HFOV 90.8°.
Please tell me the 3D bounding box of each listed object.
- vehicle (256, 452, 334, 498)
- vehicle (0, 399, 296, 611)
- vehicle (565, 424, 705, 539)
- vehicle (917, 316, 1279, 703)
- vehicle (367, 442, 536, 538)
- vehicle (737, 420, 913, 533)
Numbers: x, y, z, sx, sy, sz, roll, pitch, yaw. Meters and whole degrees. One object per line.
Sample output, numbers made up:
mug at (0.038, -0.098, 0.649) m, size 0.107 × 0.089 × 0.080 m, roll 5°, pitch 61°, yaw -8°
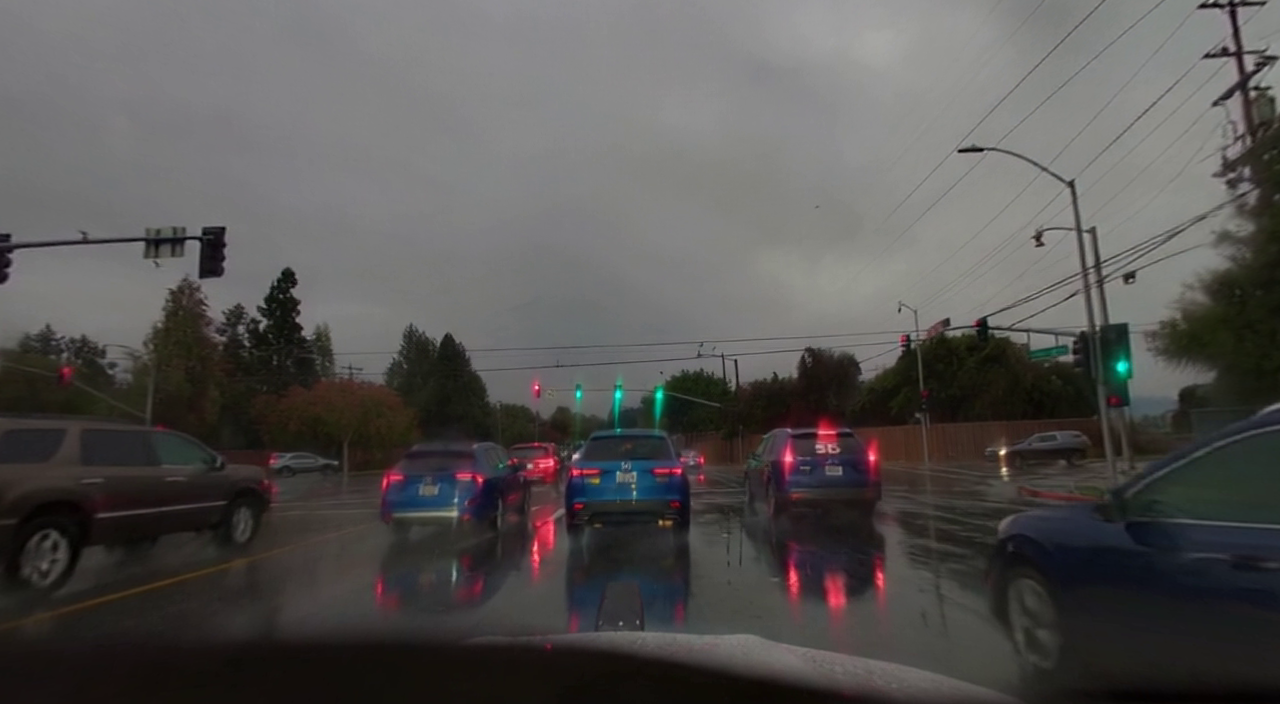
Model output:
vehicle at (-12.803, 4.527, 23.699) m, size 1.974 × 1.491 × 4.450 m, roll 4°, pitch -9°, yaw -22°
vehicle at (-6.553, 1.652, 7.666) m, size 2.116 × 1.812 × 4.609 m, roll 0°, pitch -9°, yaw 0°
vehicle at (-0.069, 2.268, 11.627) m, size 2.111 × 1.712 × 4.078 m, roll 0°, pitch -9°, yaw 0°
vehicle at (2.756, 0.727, 1.632) m, size 2.034 × 1.655 × 4.465 m, roll 0°, pitch -9°, yaw 0°
vehicle at (-3.293, 2.489, 12.079) m, size 1.881 × 1.466 × 4.484 m, roll 0°, pitch -9°, yaw 0°
vehicle at (3.320, 2.355, 12.479) m, size 1.999 × 1.789 × 4.583 m, roll 0°, pitch -9°, yaw -1°
